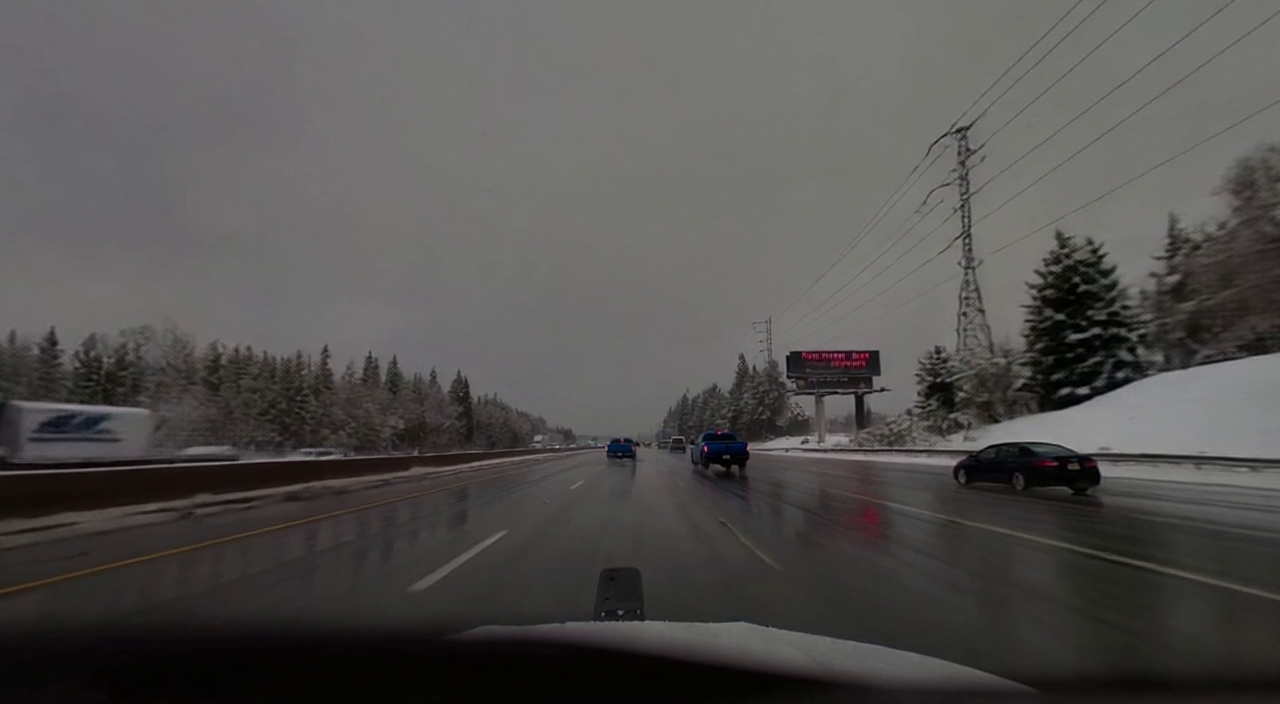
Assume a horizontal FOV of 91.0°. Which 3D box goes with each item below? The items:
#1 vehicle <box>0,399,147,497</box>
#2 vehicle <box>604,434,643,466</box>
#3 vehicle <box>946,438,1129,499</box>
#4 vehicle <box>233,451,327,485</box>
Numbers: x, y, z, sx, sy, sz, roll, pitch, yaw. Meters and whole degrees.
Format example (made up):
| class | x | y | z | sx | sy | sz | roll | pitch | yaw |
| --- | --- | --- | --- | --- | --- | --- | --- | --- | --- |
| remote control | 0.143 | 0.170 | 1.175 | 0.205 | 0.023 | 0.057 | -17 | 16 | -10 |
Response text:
| class | x | y | z | sx | sy | sz | roll | pitch | yaw |
| --- | --- | --- | --- | --- | --- | --- | --- | --- | --- |
| vehicle | -28.549 | 4.510 | 29.616 | 3.234 | 4.093 | 8.846 | 0 | -9 | 1 |
| vehicle | -1.027 | 6.724 | 43.280 | 2.508 | 2.023 | 6.176 | 0 | -8 | 0 |
| vehicle | 10.787 | 3.171 | 17.619 | 2.076 | 1.470 | 4.644 | 0 | -8 | 0 |
| vehicle | -17.180 | 5.519 | 30.288 | 1.894 | 1.466 | 4.429 | 0 | -8 | 0 |
